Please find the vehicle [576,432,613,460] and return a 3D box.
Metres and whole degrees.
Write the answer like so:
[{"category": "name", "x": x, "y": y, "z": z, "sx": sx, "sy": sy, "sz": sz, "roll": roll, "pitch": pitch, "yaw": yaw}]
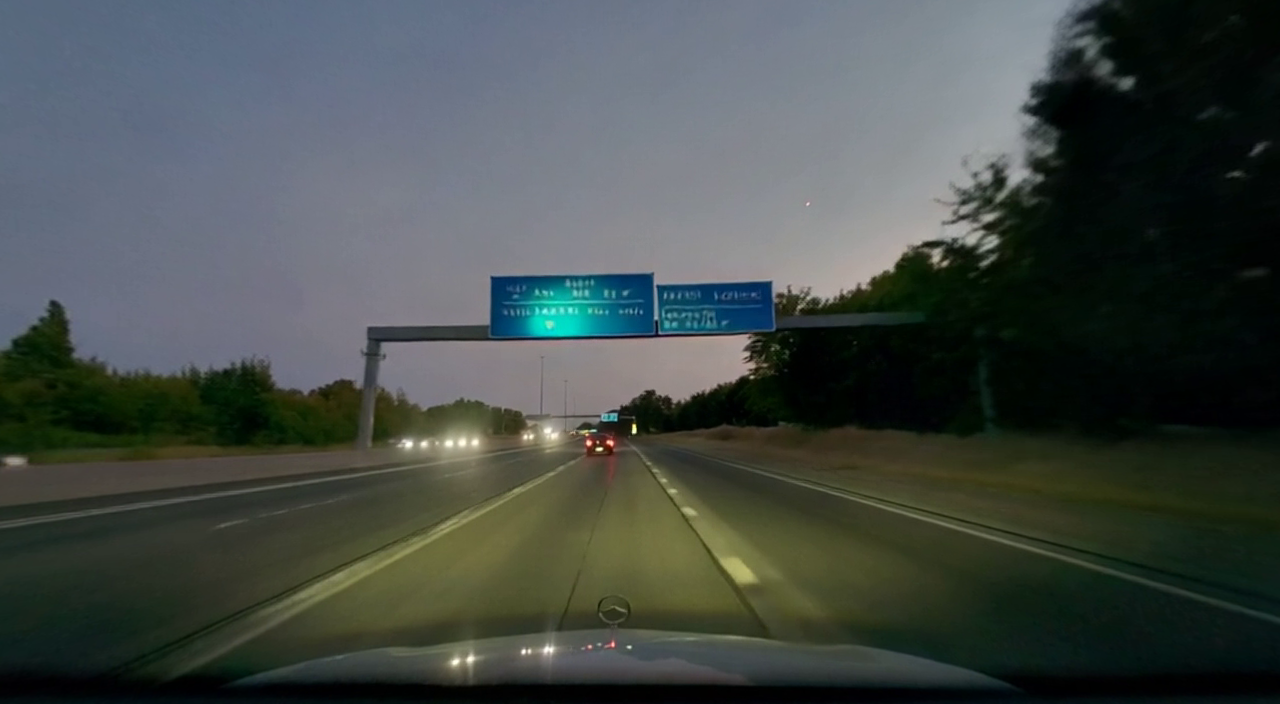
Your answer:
[{"category": "vehicle", "x": -2.555, "y": 5.392, "z": 36.265, "sx": 2.000, "sy": 1.491, "sz": 3.913, "roll": 0, "pitch": -8, "yaw": -2}]
